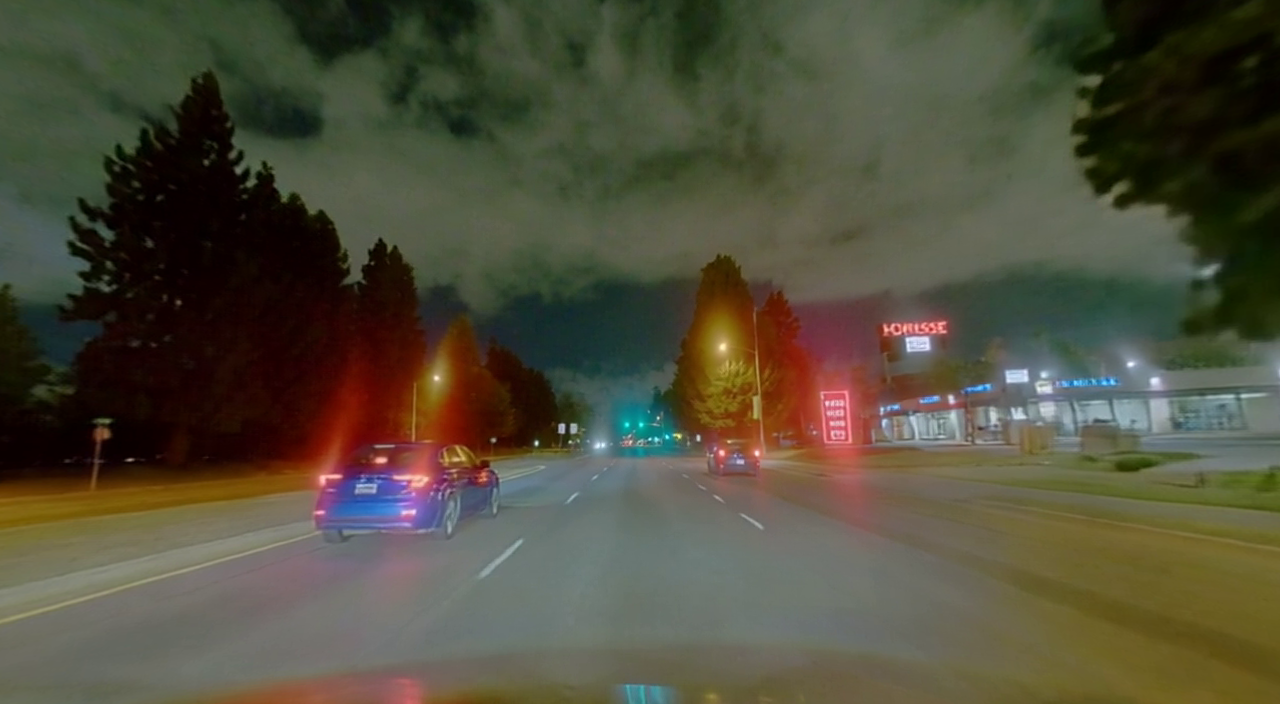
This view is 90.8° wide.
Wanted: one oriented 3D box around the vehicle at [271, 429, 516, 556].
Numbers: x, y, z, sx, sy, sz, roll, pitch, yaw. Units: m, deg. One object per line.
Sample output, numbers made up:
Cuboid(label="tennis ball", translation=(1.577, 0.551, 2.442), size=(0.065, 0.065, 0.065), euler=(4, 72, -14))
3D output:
Cuboid(label="vehicle", translation=(-3.293, 1.952, 9.561), size=(2.017, 1.470, 4.293), euler=(0, -8, -1))

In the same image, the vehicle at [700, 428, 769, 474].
Cuboid(label="vehicle", translation=(4.500, 4.835, 31.096), size=(2.476, 2.016, 5.586), euler=(0, -8, 0))
